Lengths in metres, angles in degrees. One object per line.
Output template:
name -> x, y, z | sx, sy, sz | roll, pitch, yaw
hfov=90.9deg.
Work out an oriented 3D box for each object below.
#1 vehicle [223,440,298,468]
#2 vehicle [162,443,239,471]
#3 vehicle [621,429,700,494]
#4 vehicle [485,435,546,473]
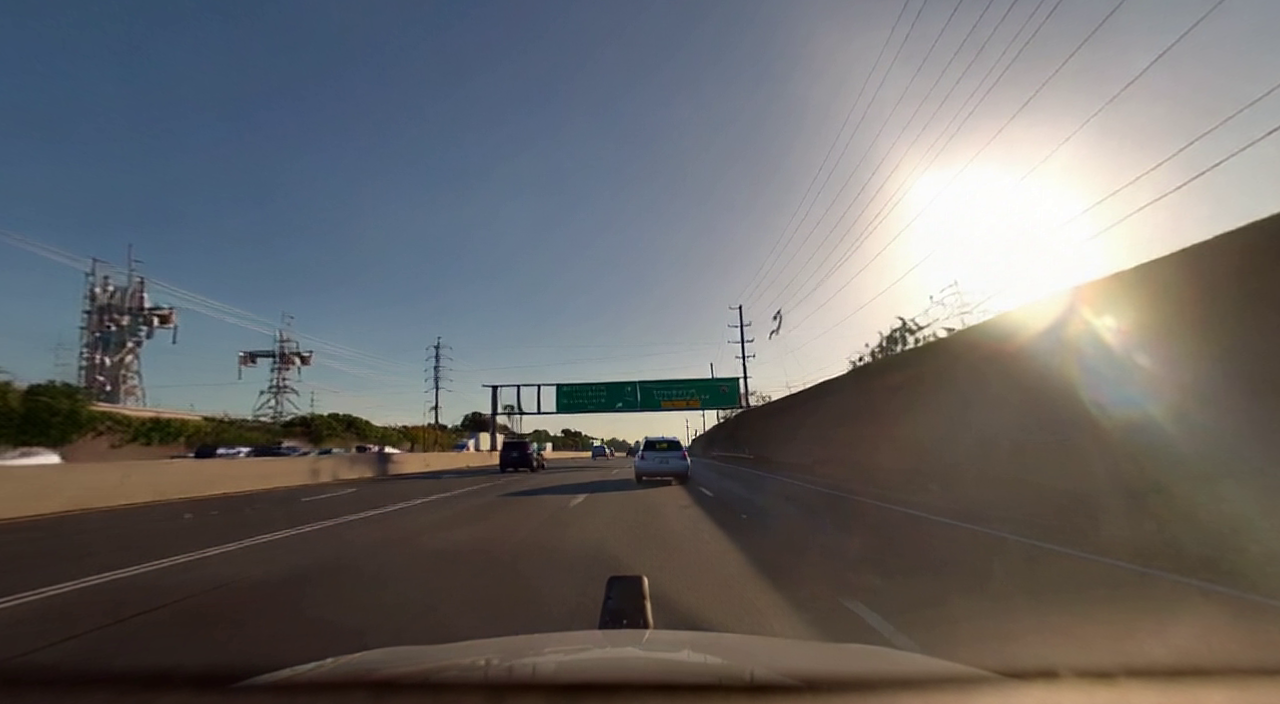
vehicle -> -28.183, 7.572, 47.115 | 2.154, 1.901, 5.667 | 0, -8, -1
vehicle -> -24.811, 5.921, 35.742 | 1.679, 1.481, 3.608 | 0, -8, 1
vehicle -> 0.546, 3.258, 19.142 | 2.134, 1.733, 4.049 | 0, -8, 0
vehicle -> -6.516, 5.423, 33.692 | 2.220, 1.841, 4.516 | 0, -8, 2
